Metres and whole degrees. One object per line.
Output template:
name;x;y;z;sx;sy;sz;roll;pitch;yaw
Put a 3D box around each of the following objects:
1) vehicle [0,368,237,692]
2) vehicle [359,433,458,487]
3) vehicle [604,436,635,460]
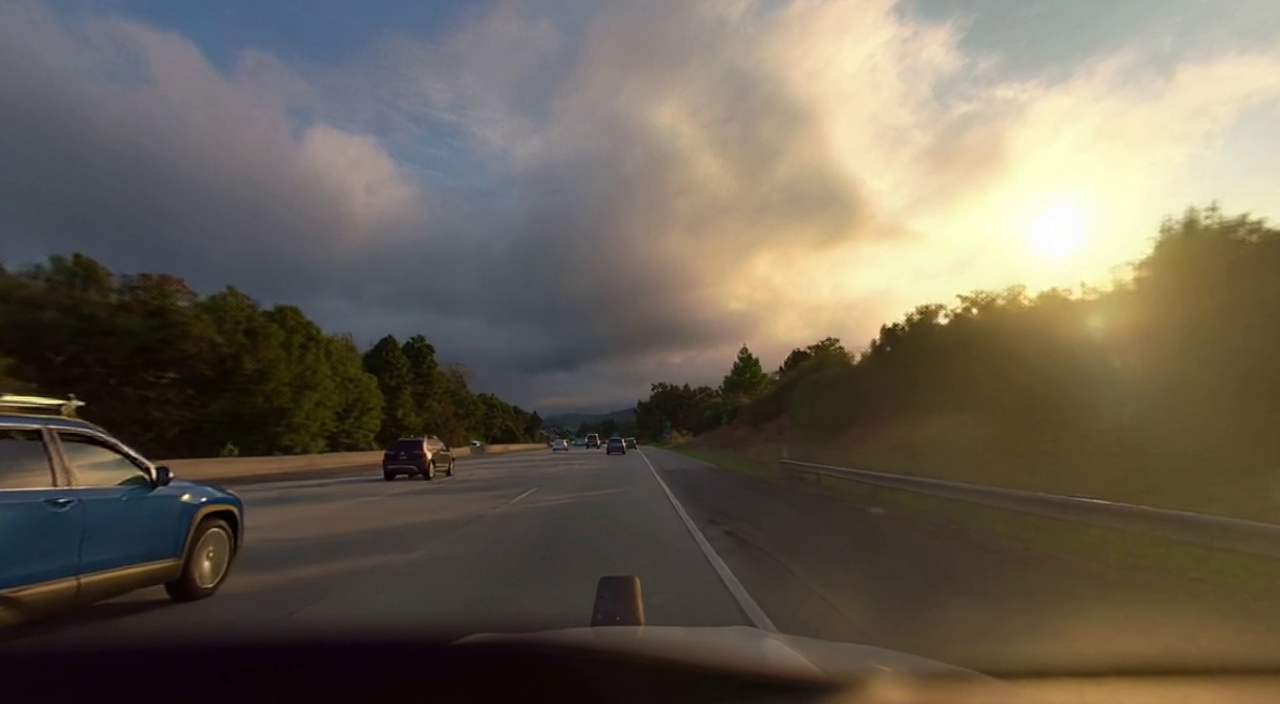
vehicle;-4.504;0.925;3.070;2.069;1.748;4.652;0;-8;-1
vehicle;-8.225;3.843;22.823;1.964;1.745;4.338;0;-8;-1
vehicle;-1.494;7.077;46.706;2.178;1.658;3.916;0;-8;-1
